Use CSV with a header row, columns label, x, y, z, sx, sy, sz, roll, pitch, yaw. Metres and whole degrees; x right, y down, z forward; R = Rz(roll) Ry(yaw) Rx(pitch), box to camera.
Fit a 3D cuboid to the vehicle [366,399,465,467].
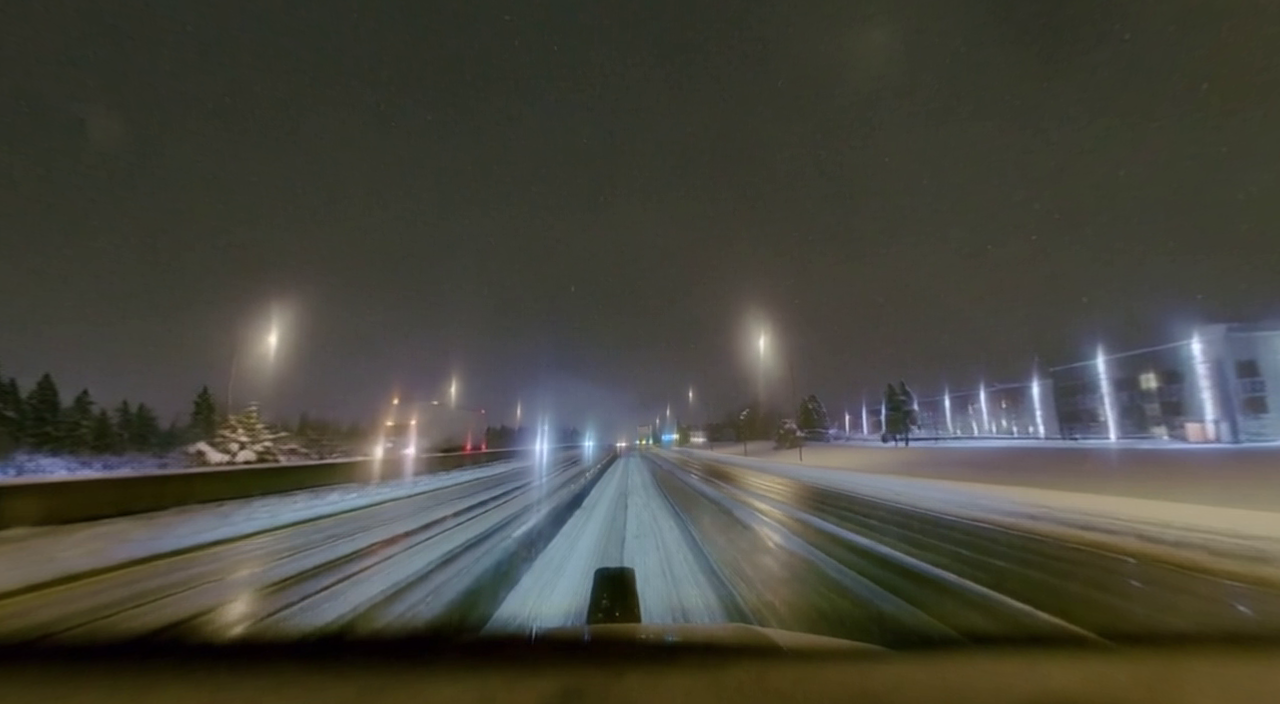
label,x,y,z,sx,sy,sz,roll,pitch,yaw
vehicle,-16.967,6.319,48.695,3.837,4.617,10.494,0,-8,-1
